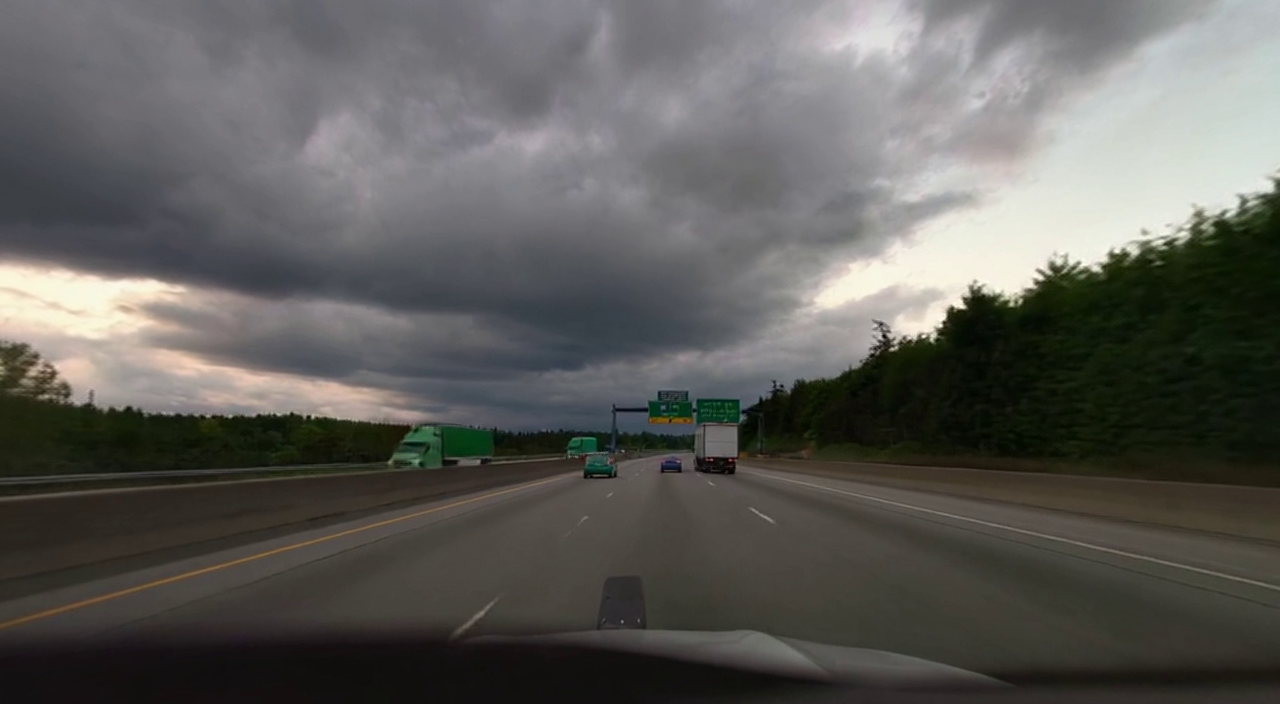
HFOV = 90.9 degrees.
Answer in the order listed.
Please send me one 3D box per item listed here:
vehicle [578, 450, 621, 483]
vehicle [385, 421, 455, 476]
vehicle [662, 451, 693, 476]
[{"bbox_3d":[-2.047,5.955,33.032,1.960,1.579,4.384,0,-9,1],"label":"vehicle"},{"bbox_3d":[-17.108,7.608,49.389,3.005,3.979,5.919,-1,-9,3],"label":"vehicle"},{"bbox_3d":[2.501,7.565,42.959,1.957,1.541,4.099,0,-9,1],"label":"vehicle"}]
